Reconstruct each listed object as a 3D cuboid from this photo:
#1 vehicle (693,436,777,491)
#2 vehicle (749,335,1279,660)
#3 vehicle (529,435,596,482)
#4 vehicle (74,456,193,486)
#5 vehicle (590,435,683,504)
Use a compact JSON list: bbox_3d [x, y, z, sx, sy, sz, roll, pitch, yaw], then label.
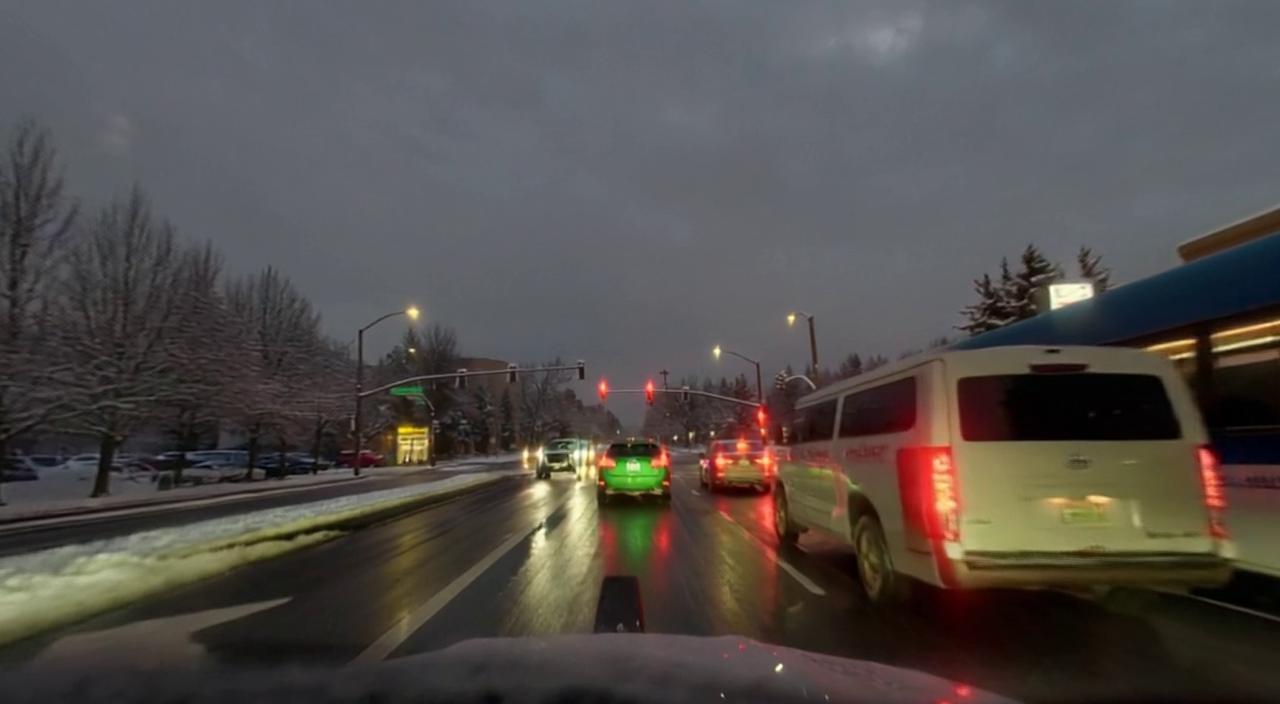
[{"bbox_3d":[2.839,3.446,19.900,1.922,1.508,4.330,0,-9,-1],"label":"vehicle"},{"bbox_3d":[3.003,1.304,6.841,2.490,1.951,5.931,0,-9,-1],"label":"vehicle"},{"bbox_3d":[-3.042,4.297,25.775,2.180,1.708,4.397,0,-9,0],"label":"vehicle"},{"bbox_3d":[-27.744,6.513,34.830,4.800,1.461,1.831,5,-10,-31],"label":"vehicle"},{"bbox_3d":[-0.106,2.923,16.143,2.071,1.525,3.723,0,-9,-1],"label":"vehicle"}]
